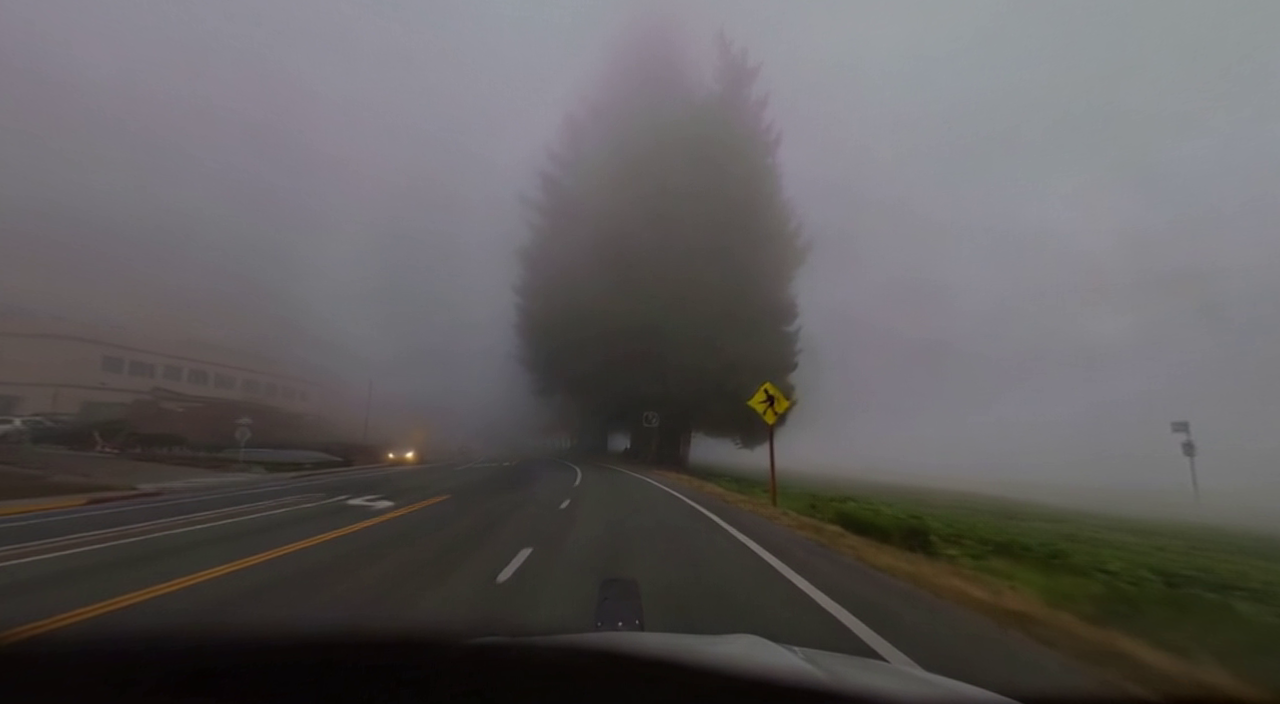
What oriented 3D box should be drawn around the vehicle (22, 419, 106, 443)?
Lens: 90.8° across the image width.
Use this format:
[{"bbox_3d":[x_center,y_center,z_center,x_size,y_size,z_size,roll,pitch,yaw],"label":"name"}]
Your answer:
[{"bbox_3d":[-44.368,6.097,48.694,5.006,1.561,1.894,0,-15,10],"label":"vehicle"}]
